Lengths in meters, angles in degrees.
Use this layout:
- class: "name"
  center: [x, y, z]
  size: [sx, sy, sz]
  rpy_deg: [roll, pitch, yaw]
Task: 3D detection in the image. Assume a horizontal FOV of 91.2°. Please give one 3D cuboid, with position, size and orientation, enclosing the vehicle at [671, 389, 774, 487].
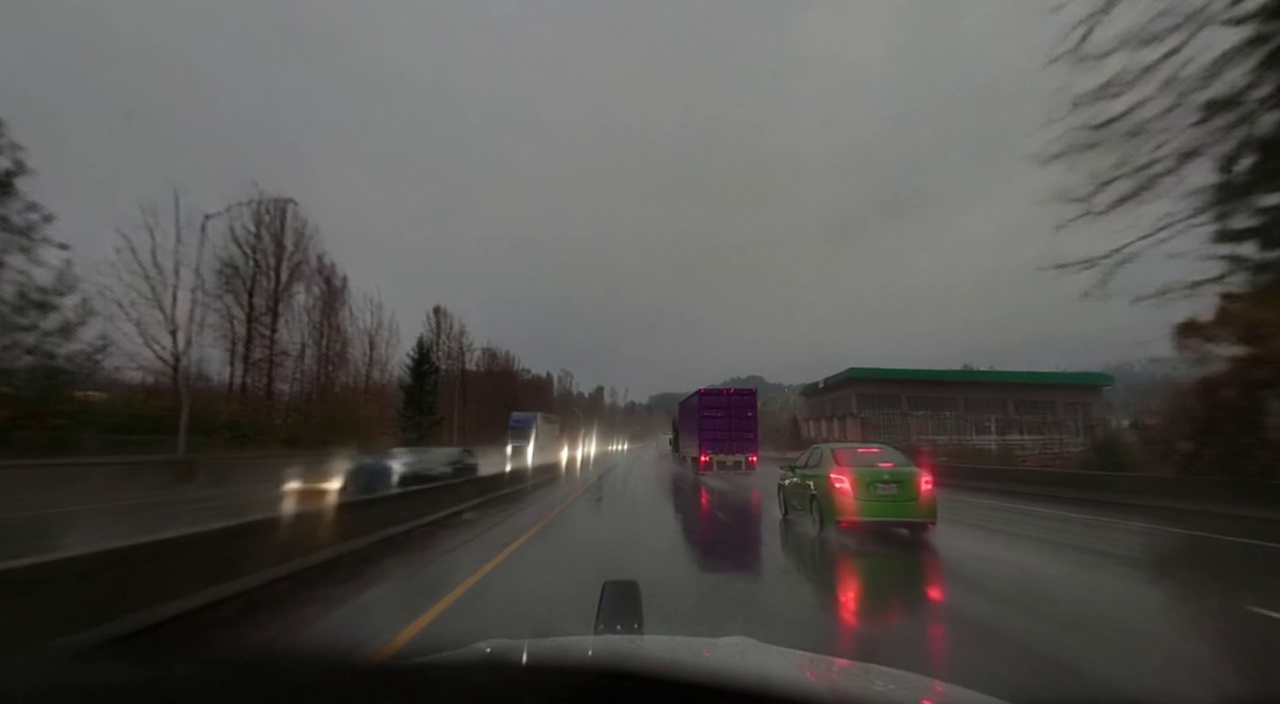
- class: "vehicle"
  center: [3.355, 4.241, 30.235]
  size: [2.916, 3.563, 14.462]
  rpy_deg: [0, -9, 0]

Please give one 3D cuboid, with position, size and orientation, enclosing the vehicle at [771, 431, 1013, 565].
- class: "vehicle"
  center: [3.404, 2.032, 9.420]
  size: [1.971, 1.558, 3.834]
  rpy_deg: [0, -9, -1]

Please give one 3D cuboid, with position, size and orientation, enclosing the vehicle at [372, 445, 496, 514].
- class: "vehicle"
  center: [-5.113, 3.182, 16.126]
  size: [1.817, 1.539, 3.879]
  rpy_deg: [-1, -9, 1]

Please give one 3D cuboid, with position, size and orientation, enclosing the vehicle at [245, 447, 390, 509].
- class: "vehicle"
  center: [-9.026, 3.526, 18.041]
  size: [1.903, 1.521, 4.161]
  rpy_deg: [-1, -9, 1]

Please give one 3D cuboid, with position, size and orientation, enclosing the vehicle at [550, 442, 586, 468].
- class: "vehicle"
  center: [-5.335, 7.691, 46.955]
  size: [2.038, 1.801, 4.594]
  rpy_deg: [-1, -9, 1]
